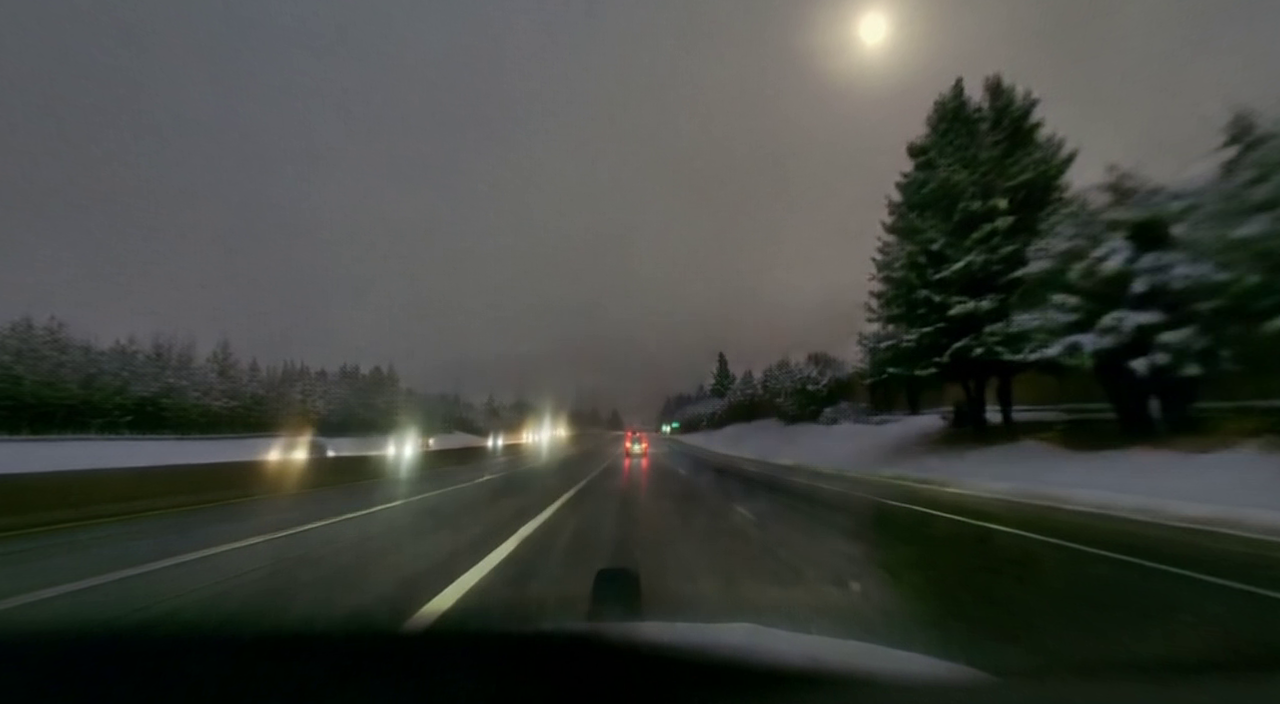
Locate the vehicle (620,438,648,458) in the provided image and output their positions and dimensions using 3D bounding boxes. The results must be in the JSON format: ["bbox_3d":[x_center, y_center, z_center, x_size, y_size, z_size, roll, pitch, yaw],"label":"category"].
[{"bbox_3d":[-0.510,7.316,48.002,2.025,1.460,4.189,0,-9,-1],"label":"vehicle"}]

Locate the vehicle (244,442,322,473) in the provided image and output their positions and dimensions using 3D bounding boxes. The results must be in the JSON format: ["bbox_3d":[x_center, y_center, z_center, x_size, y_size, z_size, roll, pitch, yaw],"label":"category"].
[{"bbox_3d":[-21.058,6.235,37.522,1.927,1.699,4.713,0,-9,0],"label":"vehicle"}]
